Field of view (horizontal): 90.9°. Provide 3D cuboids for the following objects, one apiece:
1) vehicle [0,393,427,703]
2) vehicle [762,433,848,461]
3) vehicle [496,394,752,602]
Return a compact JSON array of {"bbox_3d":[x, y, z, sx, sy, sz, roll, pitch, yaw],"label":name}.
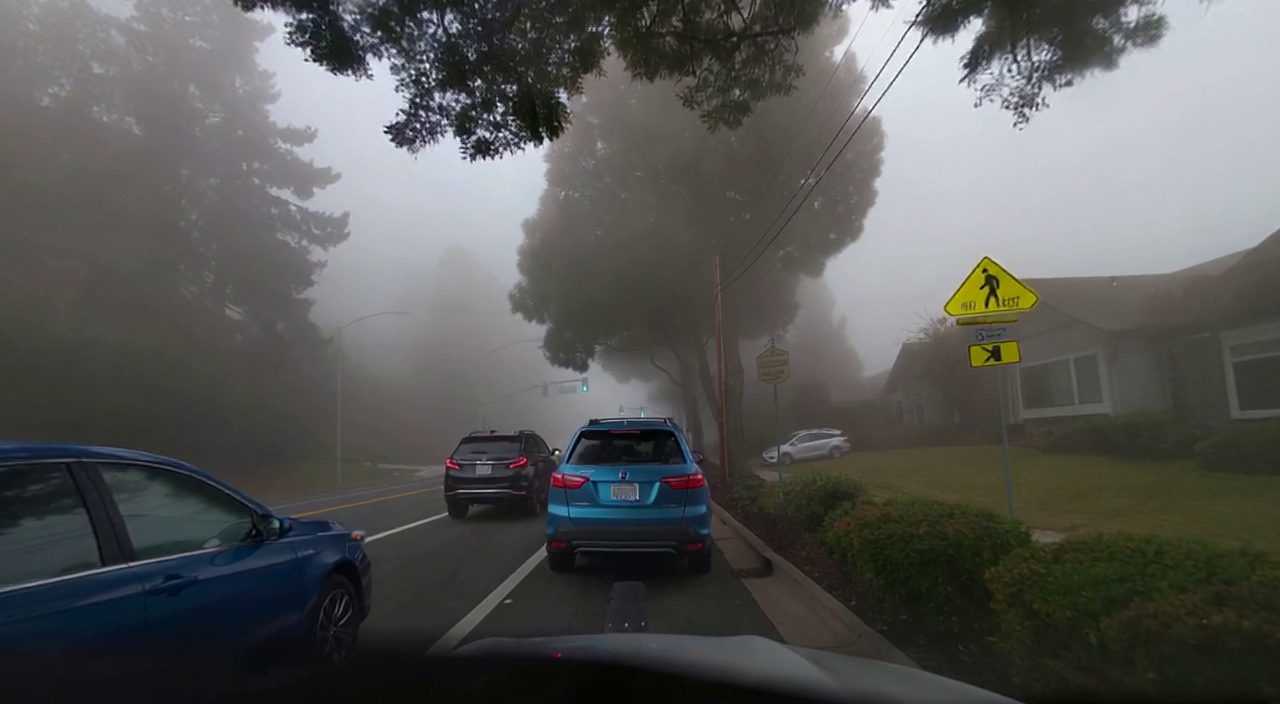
[{"bbox_3d":[-2.870,1.042,3.027,1.968,1.472,4.685,0,-9,1],"label":"vehicle"},{"bbox_3d":[9.314,5.434,35.915,4.456,1.504,1.914,-1,-9,6],"label":"vehicle"},{"bbox_3d":[-0.135,1.509,7.279,2.120,1.718,3.909,0,-9,0],"label":"vehicle"}]
